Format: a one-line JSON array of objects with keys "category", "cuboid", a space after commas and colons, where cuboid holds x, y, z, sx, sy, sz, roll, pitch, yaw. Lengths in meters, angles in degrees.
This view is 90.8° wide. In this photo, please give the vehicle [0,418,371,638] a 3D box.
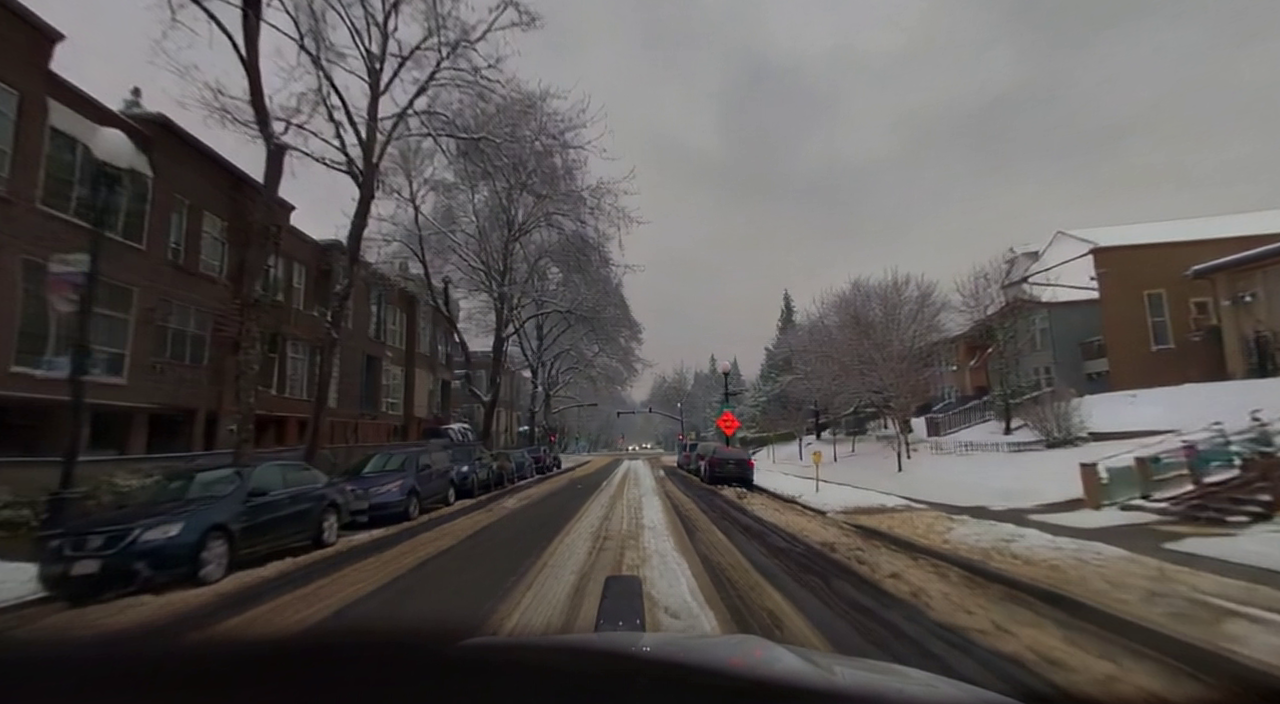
[{"category": "vehicle", "cuboid": [-5.297, 1.909, 8.236, 1.824, 1.664, 4.344, -1, -1, -2]}]

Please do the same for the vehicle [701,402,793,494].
[{"category": "vehicle", "cuboid": [3.706, 3.153, 21.585, 1.961, 2.656, 3.047, -1, -1, 35]}]

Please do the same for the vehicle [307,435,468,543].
[{"category": "vehicle", "cuboid": [-5.247, 2.811, 13.833, 1.837, 1.499, 4.443, -2, -2, -1]}]
